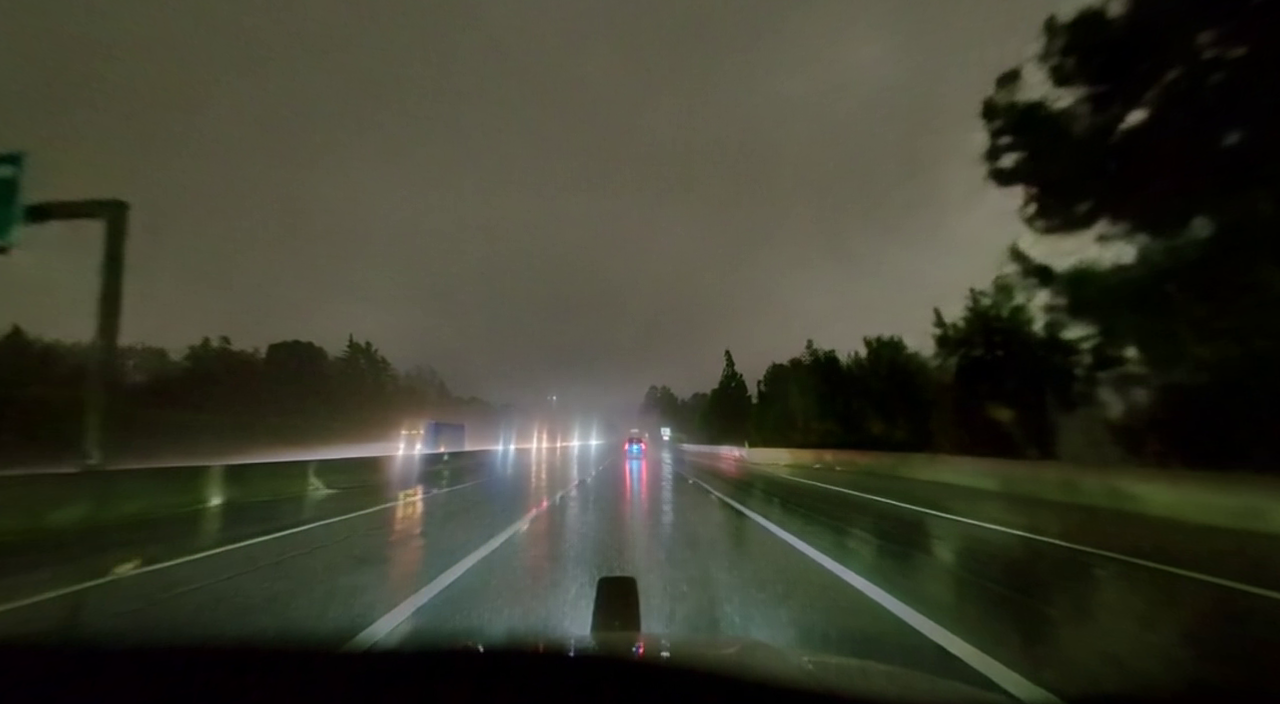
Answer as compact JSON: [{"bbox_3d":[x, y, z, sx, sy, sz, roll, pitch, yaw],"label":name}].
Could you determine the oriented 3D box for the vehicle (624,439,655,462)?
[{"bbox_3d":[-0.075,6.774,43.459,2.028,1.440,3.690,0,-8,-1],"label":"vehicle"}]
